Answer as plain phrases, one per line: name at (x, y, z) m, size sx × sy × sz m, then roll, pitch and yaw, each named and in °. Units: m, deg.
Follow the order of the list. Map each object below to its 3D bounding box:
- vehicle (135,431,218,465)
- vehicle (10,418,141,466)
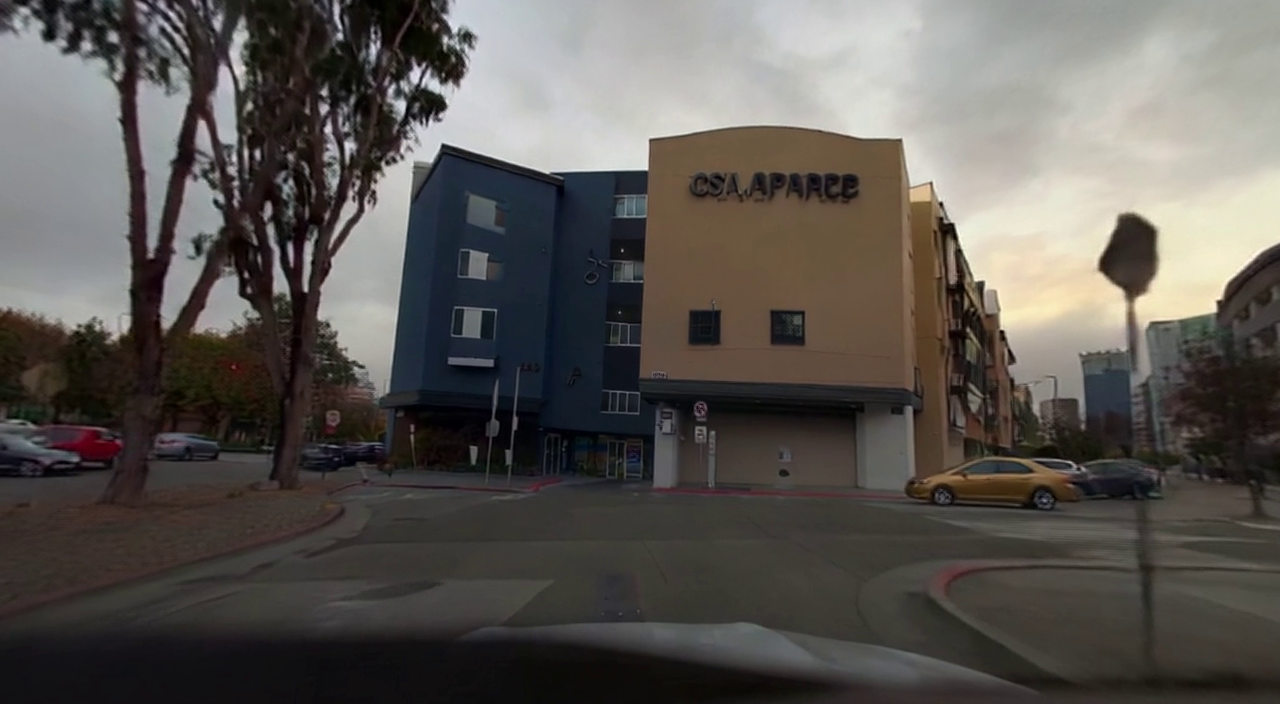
vehicle at (-25.937, 5.345, 35.389) m, size 1.870 × 1.563 × 4.039 m, roll -3°, pitch -6°, yaw -4°
vehicle at (-22.332, 3.664, 25.140) m, size 1.675 × 1.587 × 3.980 m, roll -2°, pitch -12°, yaw -4°
